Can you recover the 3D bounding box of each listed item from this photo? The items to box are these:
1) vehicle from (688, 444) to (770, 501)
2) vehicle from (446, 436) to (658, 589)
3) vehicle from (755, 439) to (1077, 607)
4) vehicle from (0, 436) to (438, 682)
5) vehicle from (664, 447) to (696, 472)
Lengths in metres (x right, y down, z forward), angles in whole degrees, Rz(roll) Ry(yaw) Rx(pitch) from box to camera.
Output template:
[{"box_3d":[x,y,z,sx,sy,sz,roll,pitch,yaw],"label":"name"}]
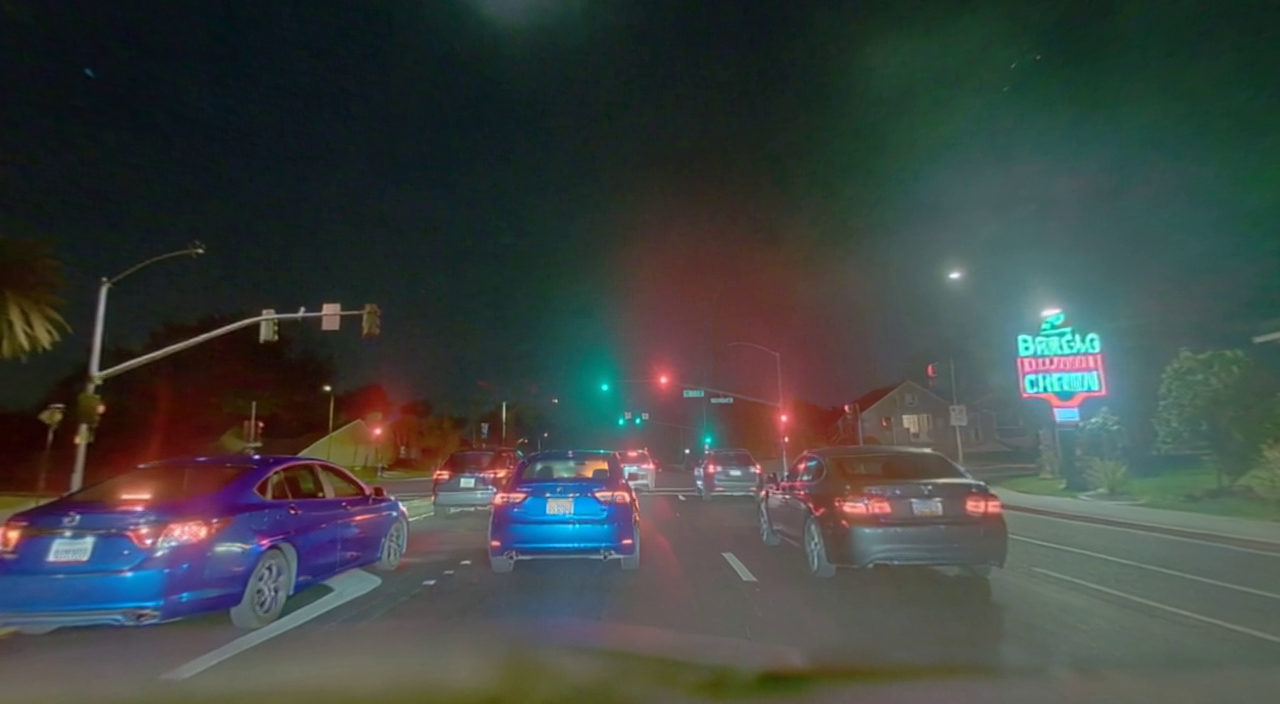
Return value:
[{"box_3d":[2.733,3.819,20.401,1.956,1.615,4.205,0,-9,-1],"label":"vehicle"},{"box_3d":[-0.924,1.893,8.269,2.104,1.500,3.815,0,-9,-2],"label":"vehicle"},{"box_3d":[2.859,1.851,7.839,2.014,1.464,4.312,0,-9,0],"label":"vehicle"},{"box_3d":[-3.698,1.605,6.149,2.058,1.474,4.473,0,-9,-1],"label":"vehicle"},{"box_3d":[2.920,7.974,47.109,2.063,1.750,4.410,0,-9,-1],"label":"vehicle"}]
